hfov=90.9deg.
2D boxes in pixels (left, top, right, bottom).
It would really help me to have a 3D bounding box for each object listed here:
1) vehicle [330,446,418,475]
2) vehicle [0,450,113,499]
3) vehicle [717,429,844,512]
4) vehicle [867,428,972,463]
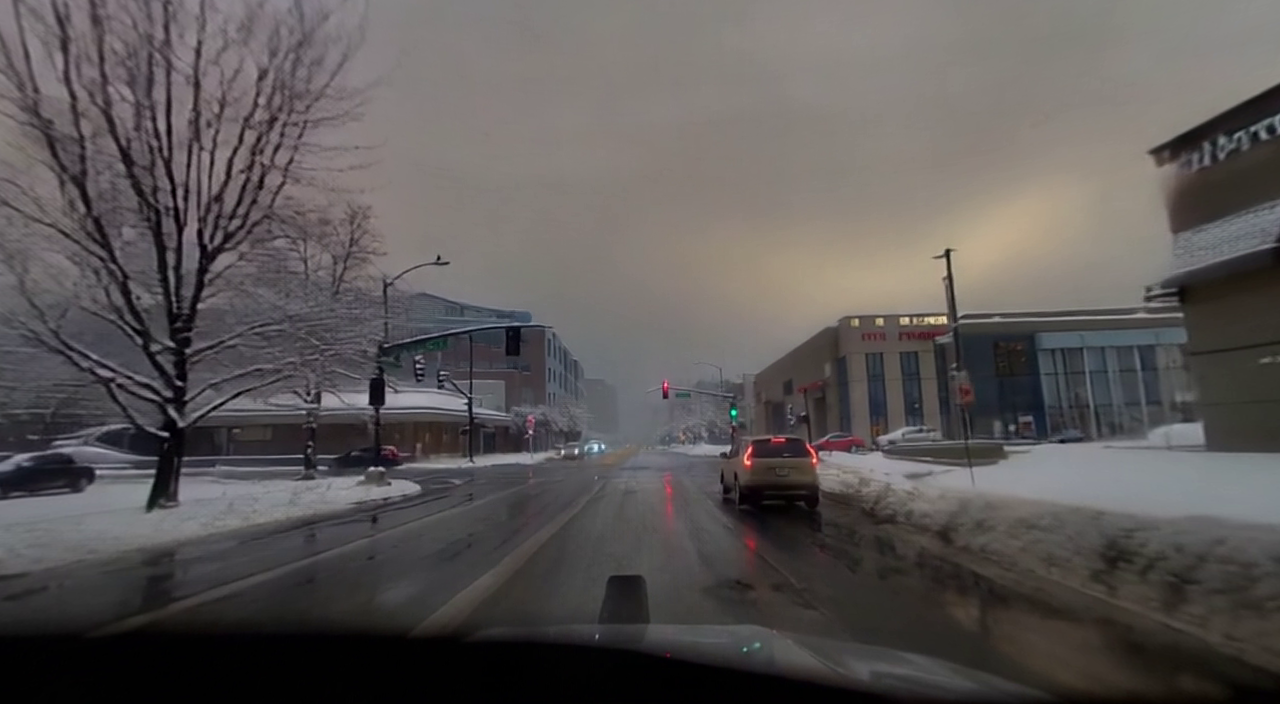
[{"bbox_3d":[-14.975,6.085,35.572,4.037,1.562,2.099,-3,-9,16],"label":"vehicle"},{"bbox_3d":[-23.114,4.688,24.554,1.757,1.699,3.854,0,-8,1],"label":"vehicle"},{"bbox_3d":[2.954,2.580,14.130,1.947,1.576,3.825,0,-8,0],"label":"vehicle"},{"bbox_3d":[14.836,4.976,33.672,4.611,1.778,1.939,0,-8,0],"label":"vehicle"}]
